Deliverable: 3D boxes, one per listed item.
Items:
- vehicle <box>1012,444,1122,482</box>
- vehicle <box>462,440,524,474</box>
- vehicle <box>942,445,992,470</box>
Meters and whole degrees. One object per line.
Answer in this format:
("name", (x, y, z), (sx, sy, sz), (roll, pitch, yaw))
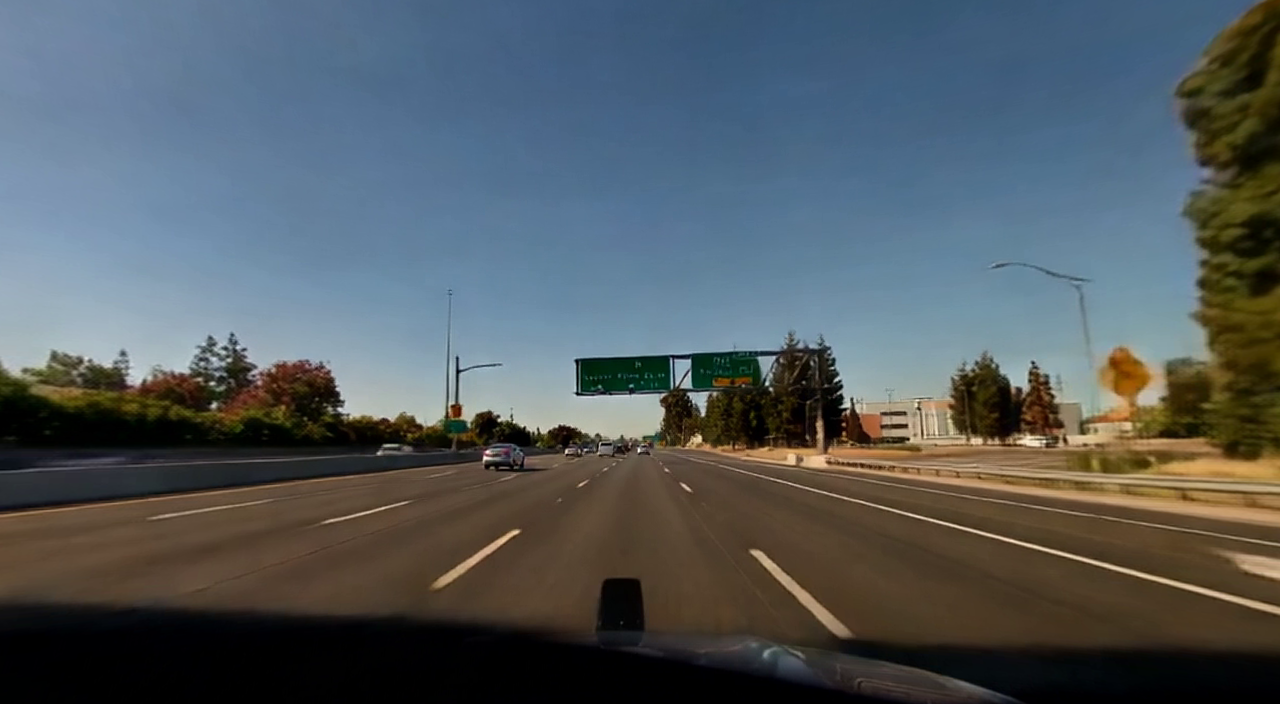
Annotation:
("vehicle", (19.234, 4.975, 28.668), (1.989, 1.529, 4.791), (1, -8, 5))
("vehicle", (-7.039, 5.061, 30.581), (1.985, 1.513, 4.172), (0, -9, 1))
("vehicle", (22.057, 7.101, 42.637), (2.011, 1.550, 4.792), (-1, -8, 15))
